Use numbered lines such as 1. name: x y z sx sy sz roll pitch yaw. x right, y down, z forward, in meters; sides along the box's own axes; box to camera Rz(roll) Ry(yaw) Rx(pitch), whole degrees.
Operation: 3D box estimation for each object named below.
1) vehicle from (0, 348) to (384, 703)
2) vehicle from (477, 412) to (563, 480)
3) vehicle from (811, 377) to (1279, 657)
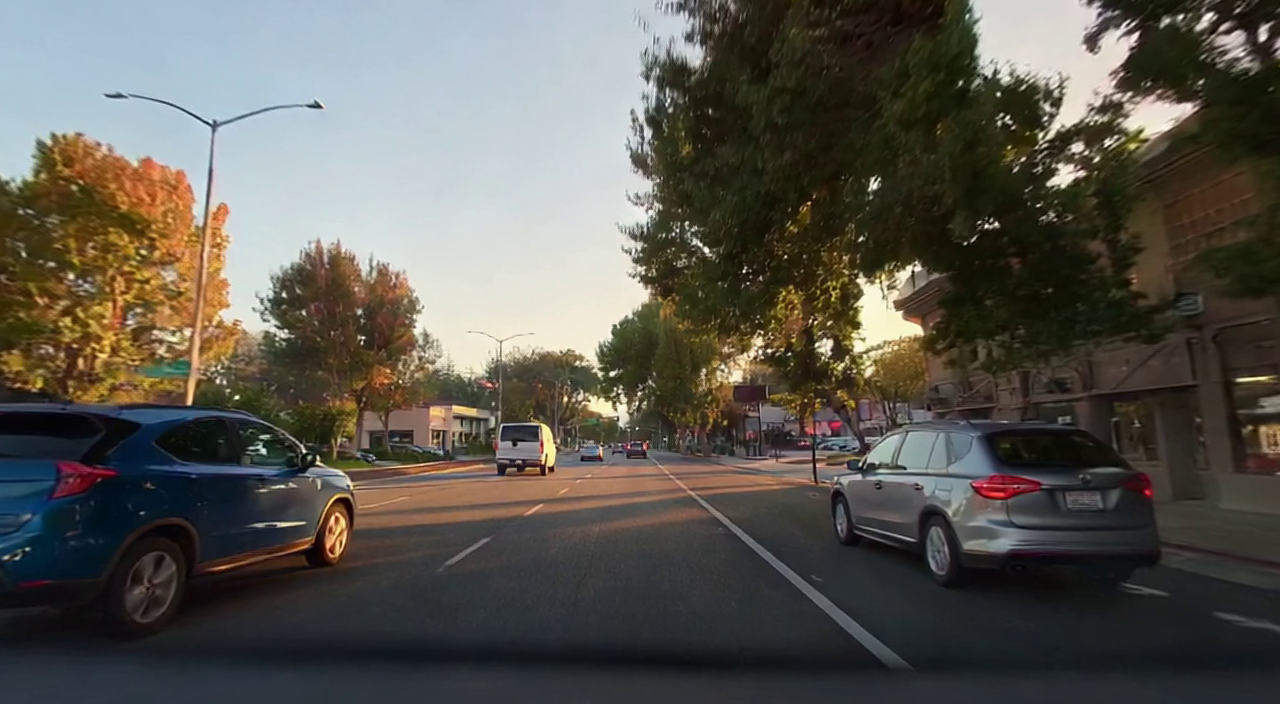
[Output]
1. vehicle: -3.998 1.164 5.049 2.038 1.748 4.303 0 -9 0
2. vehicle: -5.055 4.142 27.754 2.863 2.592 6.410 1 -9 -3
3. vehicle: 3.578 1.423 6.543 2.167 1.792 4.835 0 -9 -1
